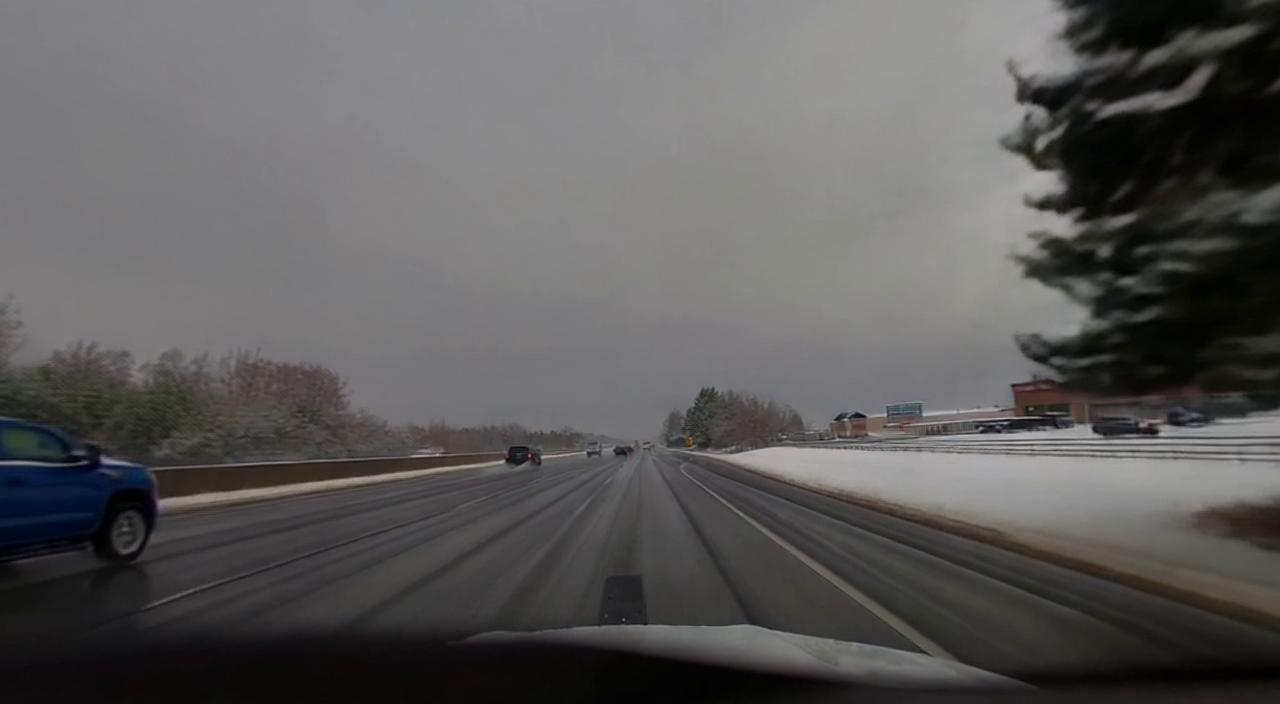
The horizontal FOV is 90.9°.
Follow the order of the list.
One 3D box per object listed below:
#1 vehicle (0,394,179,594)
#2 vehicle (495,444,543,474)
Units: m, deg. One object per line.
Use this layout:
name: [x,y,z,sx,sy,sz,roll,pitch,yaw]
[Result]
vehicle: [-7.260,1.265,5.337,2.156,1.911,5.956,0,-8,1]
vehicle: [-7.251,6.464,38.297,2.021,1.699,4.324,0,-8,1]
